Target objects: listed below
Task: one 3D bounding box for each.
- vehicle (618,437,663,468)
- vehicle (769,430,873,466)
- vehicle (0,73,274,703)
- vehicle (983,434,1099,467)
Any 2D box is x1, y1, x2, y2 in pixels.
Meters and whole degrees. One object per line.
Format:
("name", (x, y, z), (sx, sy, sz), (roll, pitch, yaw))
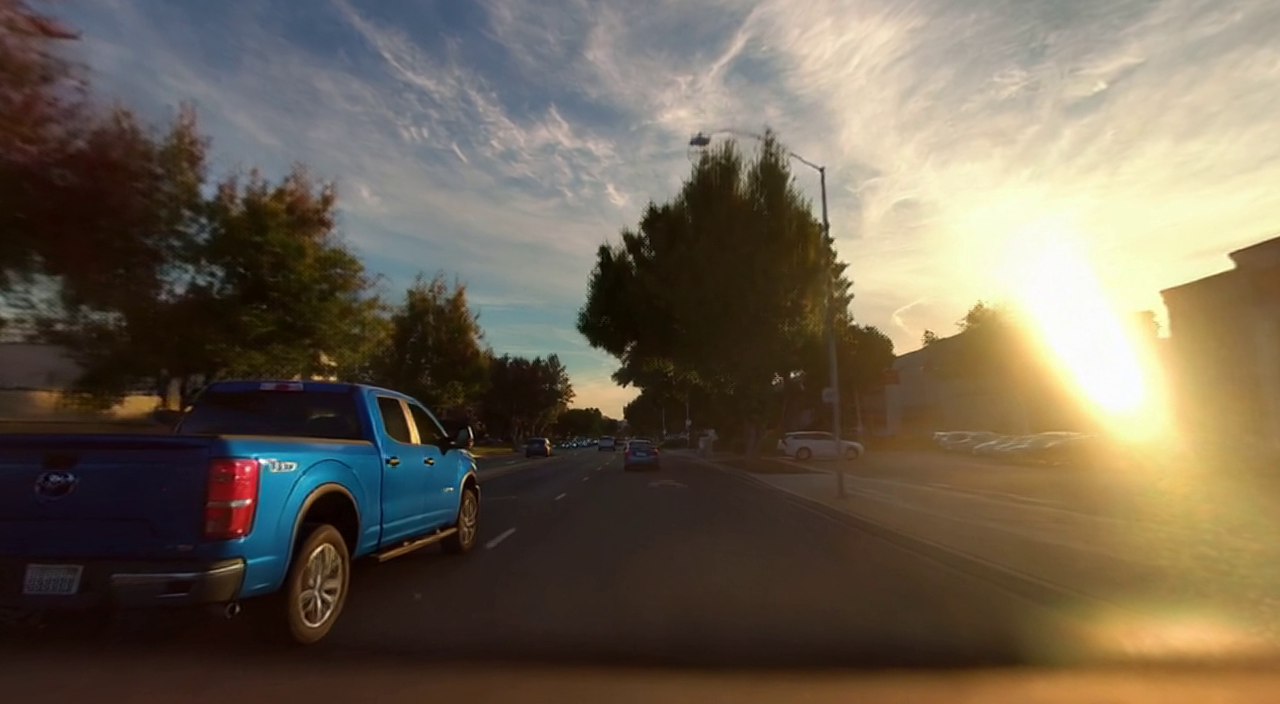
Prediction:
("vehicle", (0.023, 5.318, 33.359), (2.191, 1.530, 4.470), (0, -8, 0))
("vehicle", (9.403, 4.988, 32.627), (5.109, 1.735, 1.997), (4, -9, -25))
("vehicle", (-3.510, 0.182, 0.833), (2.733, 2.495, 5.037), (0, -8, 3))
("vehicle", (20.531, 5.039, 32.371), (4.836, 1.567, 2.051), (-5, -10, 31))
